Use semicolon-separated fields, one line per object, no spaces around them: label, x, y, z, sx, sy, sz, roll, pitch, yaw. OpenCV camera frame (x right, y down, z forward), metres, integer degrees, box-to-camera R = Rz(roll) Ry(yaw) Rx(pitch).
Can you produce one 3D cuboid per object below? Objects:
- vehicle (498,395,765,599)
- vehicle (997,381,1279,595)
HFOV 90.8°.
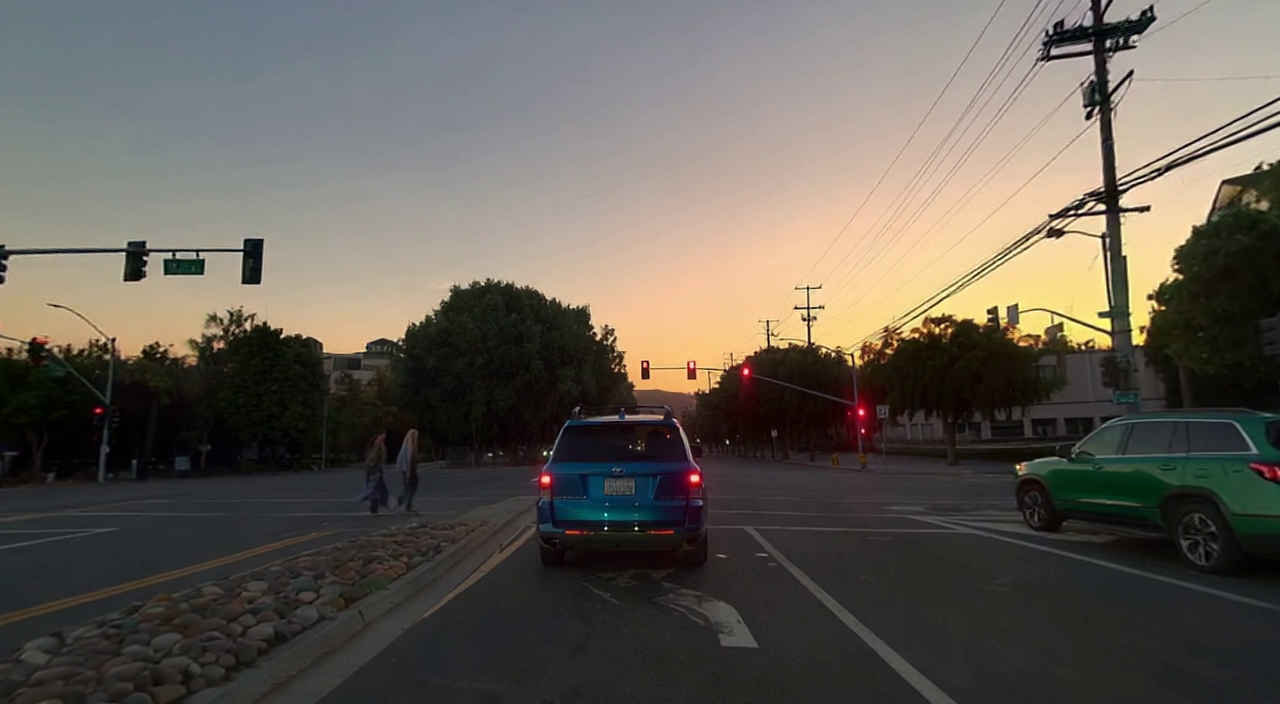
vehicle;-0.107;1.565;7.636;2.285;1.729;4.252;0;-9;-1
vehicle;6.576;1.439;7.235;2.119;1.827;4.806;0;-9;0
